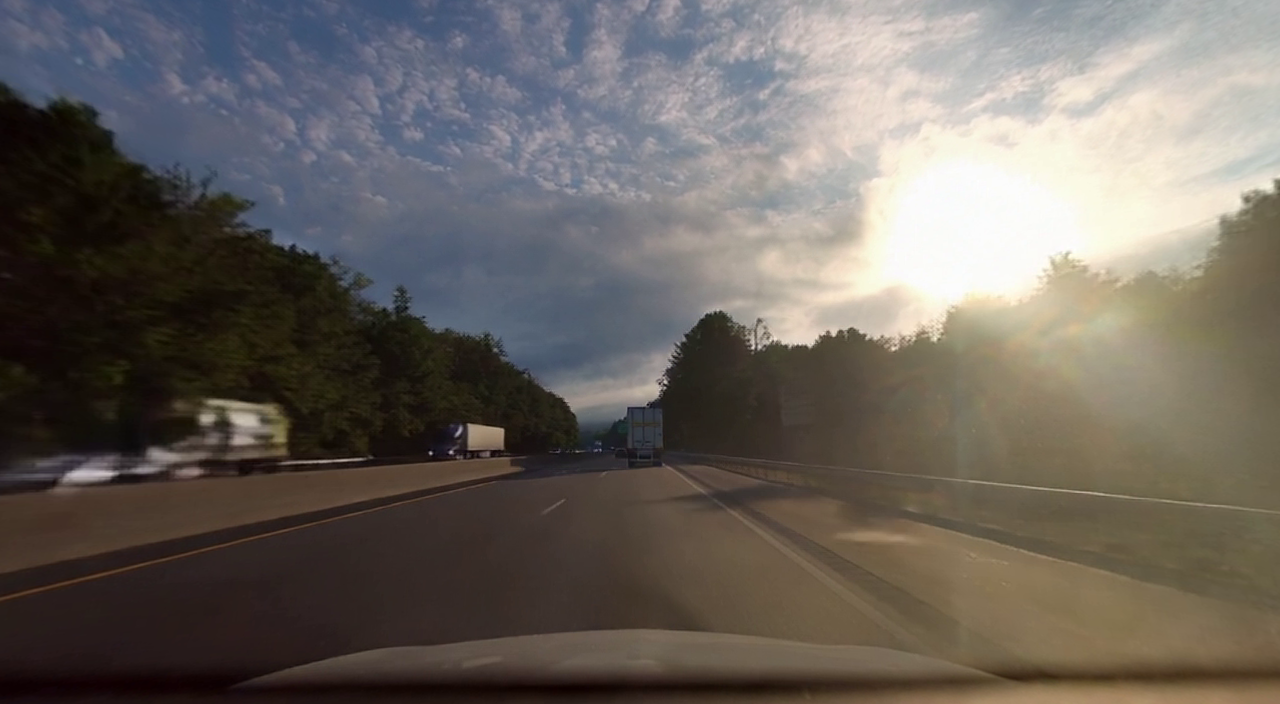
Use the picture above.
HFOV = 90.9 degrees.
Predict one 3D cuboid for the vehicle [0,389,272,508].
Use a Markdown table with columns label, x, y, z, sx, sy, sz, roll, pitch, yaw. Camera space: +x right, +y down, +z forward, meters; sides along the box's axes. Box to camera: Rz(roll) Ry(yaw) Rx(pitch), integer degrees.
| label | x | y | z | sx | sy | sz | roll | pitch | yaw |
| --- | --- | --- | --- | --- | --- | --- | --- | --- | --- |
| vehicle | -12.759 | 2.524 | 16.615 | 2.282 | 2.547 | 5.989 | 0 | -9 | 1 |

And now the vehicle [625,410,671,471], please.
| label | x | y | z | sx | sy | sz | roll | pitch | yaw |
| --- | --- | --- | --- | --- | --- | --- | --- | --- | --- |
| vehicle | 0.486 | 6.586 | 46.638 | 3.024 | 3.965 | 10.399 | 0 | -9 | -1 |
